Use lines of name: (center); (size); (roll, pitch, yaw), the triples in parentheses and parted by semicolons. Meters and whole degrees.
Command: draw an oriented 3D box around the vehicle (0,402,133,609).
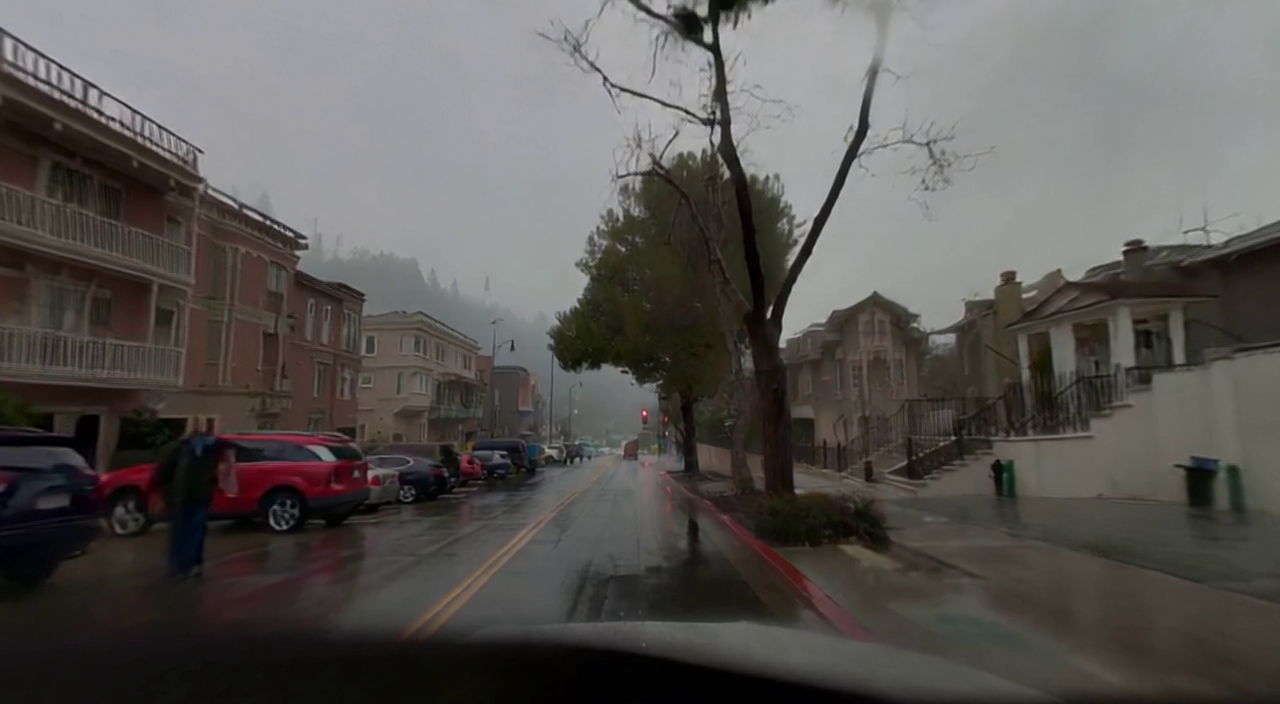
vehicle: (-7.879, 1.479, 6.193); (4.025, 1.878, 1.954); (0, -9, -1)

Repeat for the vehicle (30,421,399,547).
vehicle: (-7.320, 2.299, 11.357); (4.981, 1.975, 2.296); (-1, -9, 3)
